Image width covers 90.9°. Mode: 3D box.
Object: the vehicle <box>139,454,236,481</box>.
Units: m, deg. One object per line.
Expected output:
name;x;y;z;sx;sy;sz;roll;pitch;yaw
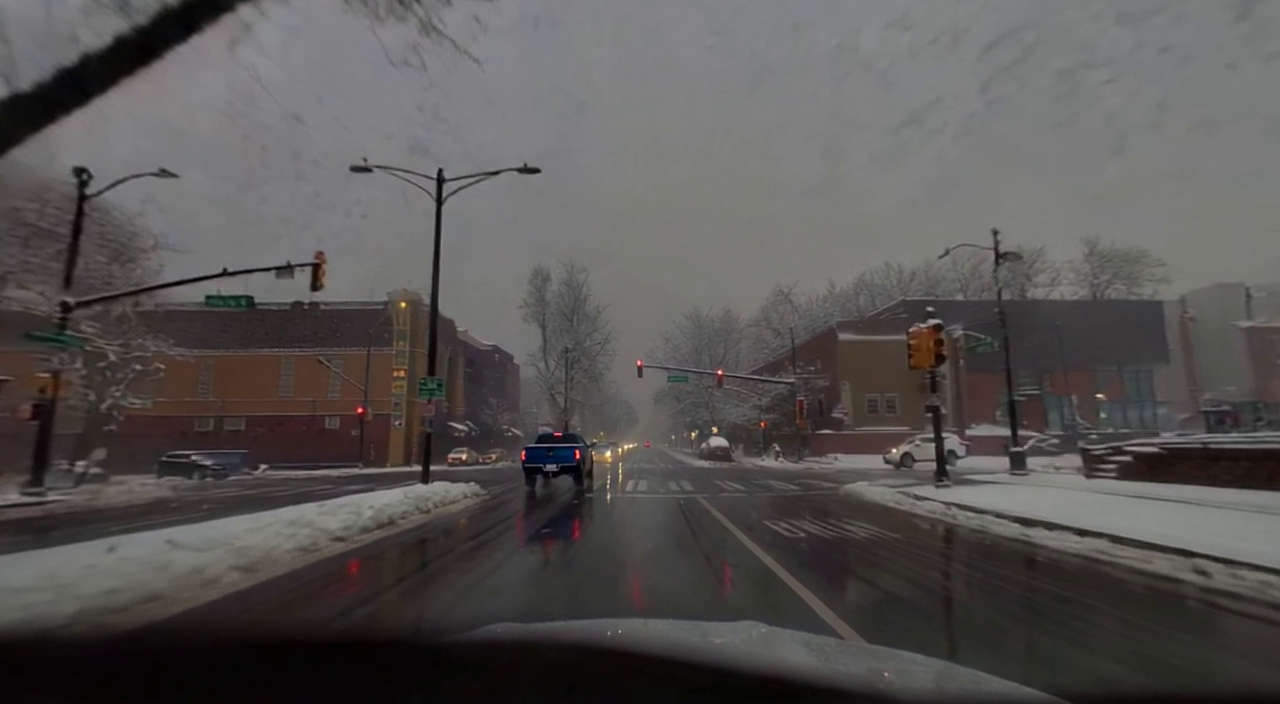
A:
vehicle;-24.403;6.218;34.086;3.897;1.388;1.671;0;-8;-1

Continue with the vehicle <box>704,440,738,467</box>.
vehicle;6.015;7.564;47.167;2.001;1.861;4.536;0;-9;1

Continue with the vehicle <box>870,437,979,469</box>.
vehicle;13.990;4.997;31.210;4.447;1.484;1.928;0;-9;2

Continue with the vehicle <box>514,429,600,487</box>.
vehicle;-2.727;3.677;22.187;2.197;1.786;5.365;0;-9;1
